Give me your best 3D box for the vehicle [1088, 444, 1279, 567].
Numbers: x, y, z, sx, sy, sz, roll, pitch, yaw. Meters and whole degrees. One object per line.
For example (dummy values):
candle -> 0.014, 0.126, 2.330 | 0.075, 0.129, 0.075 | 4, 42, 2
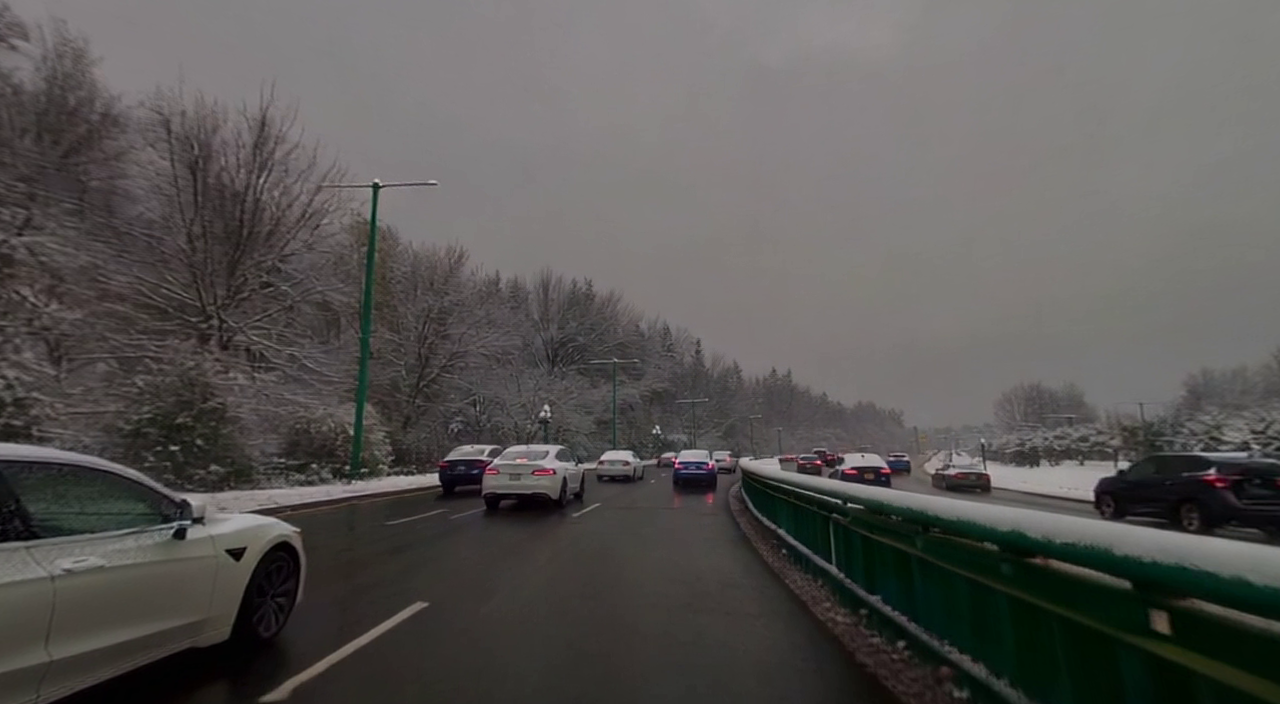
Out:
vehicle -> 10.331, 2.516, 10.963 | 1.894, 1.763, 4.432 | 0, -9, 2

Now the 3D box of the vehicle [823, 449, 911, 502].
vehicle -> 7.712, 4.191, 21.815 | 1.768, 1.634, 4.064 | 0, -9, 4

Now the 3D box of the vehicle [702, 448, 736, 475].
vehicle -> 5.323, 7.256, 41.941 | 1.977, 1.704, 3.841 | -1, -9, 11

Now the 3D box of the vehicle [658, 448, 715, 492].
vehicle -> 1.881, 4.462, 24.270 | 2.015, 1.506, 4.276 | -1, -9, 7

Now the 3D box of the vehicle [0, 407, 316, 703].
vehicle -> -3.414, 0.964, 2.427 | 1.921, 1.503, 4.317 | 0, -9, 2

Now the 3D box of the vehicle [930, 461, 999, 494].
vehicle -> 17.077, 6.589, 33.366 | 1.816, 1.481, 4.422 | -1, -9, 8

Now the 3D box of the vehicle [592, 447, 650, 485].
vehicle -> -0.792, 5.273, 29.453 | 1.930, 1.635, 4.260 | -1, -9, 9

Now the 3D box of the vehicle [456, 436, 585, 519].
vehicle -> -2.667, 2.932, 15.302 | 1.979, 1.663, 4.513 | 0, -9, 4
